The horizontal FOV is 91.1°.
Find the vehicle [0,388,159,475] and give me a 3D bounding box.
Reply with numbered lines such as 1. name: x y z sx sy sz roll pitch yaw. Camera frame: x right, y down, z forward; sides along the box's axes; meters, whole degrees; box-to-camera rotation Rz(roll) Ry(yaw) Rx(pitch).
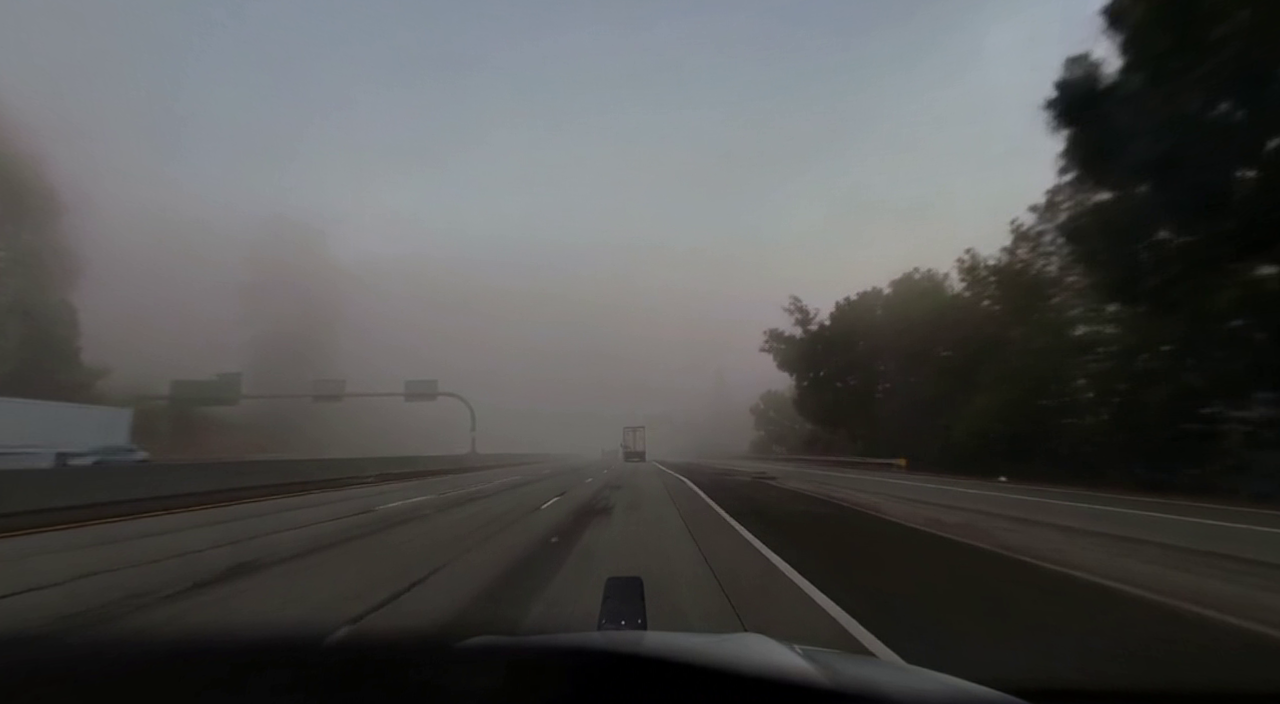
1. vehicle: -32.537 4.122 32.137 2.884 4.194 16.639 0 -8 -1

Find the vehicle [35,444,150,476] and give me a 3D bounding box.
1. vehicle: -28.193 5.542 32.563 1.851 1.549 4.520 0 -8 0
